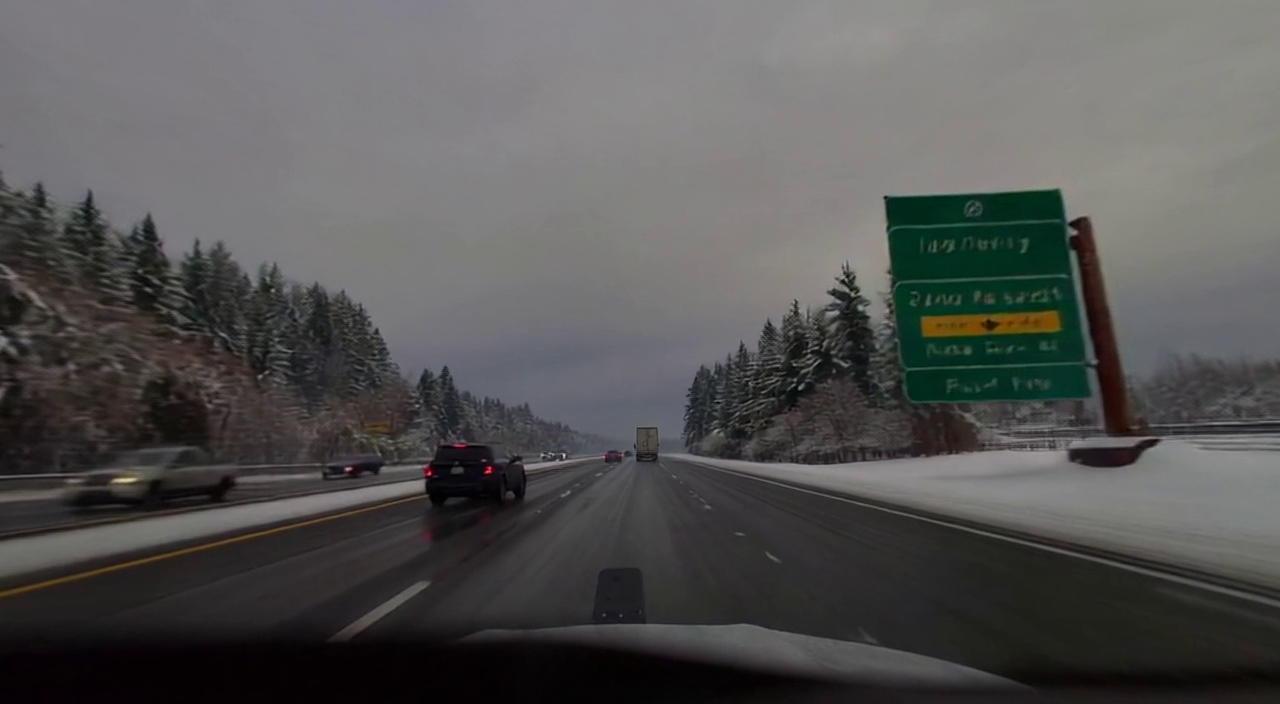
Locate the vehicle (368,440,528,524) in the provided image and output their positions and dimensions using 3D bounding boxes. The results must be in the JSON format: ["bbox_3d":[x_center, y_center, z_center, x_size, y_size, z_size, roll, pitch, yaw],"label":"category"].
[{"bbox_3d":[-3.942,2.762,13.933,2.027,1.519,4.578,0,-9,1],"label":"vehicle"}]

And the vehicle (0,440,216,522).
[{"bbox_3d":[-12.092,2.800,14.204,2.089,1.546,4.227,0,-9,0],"label":"vehicle"}]

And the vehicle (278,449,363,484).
[{"bbox_3d":[-16.261,5.837,32.421,1.957,1.648,4.562,0,-9,0],"label":"vehicle"}]
